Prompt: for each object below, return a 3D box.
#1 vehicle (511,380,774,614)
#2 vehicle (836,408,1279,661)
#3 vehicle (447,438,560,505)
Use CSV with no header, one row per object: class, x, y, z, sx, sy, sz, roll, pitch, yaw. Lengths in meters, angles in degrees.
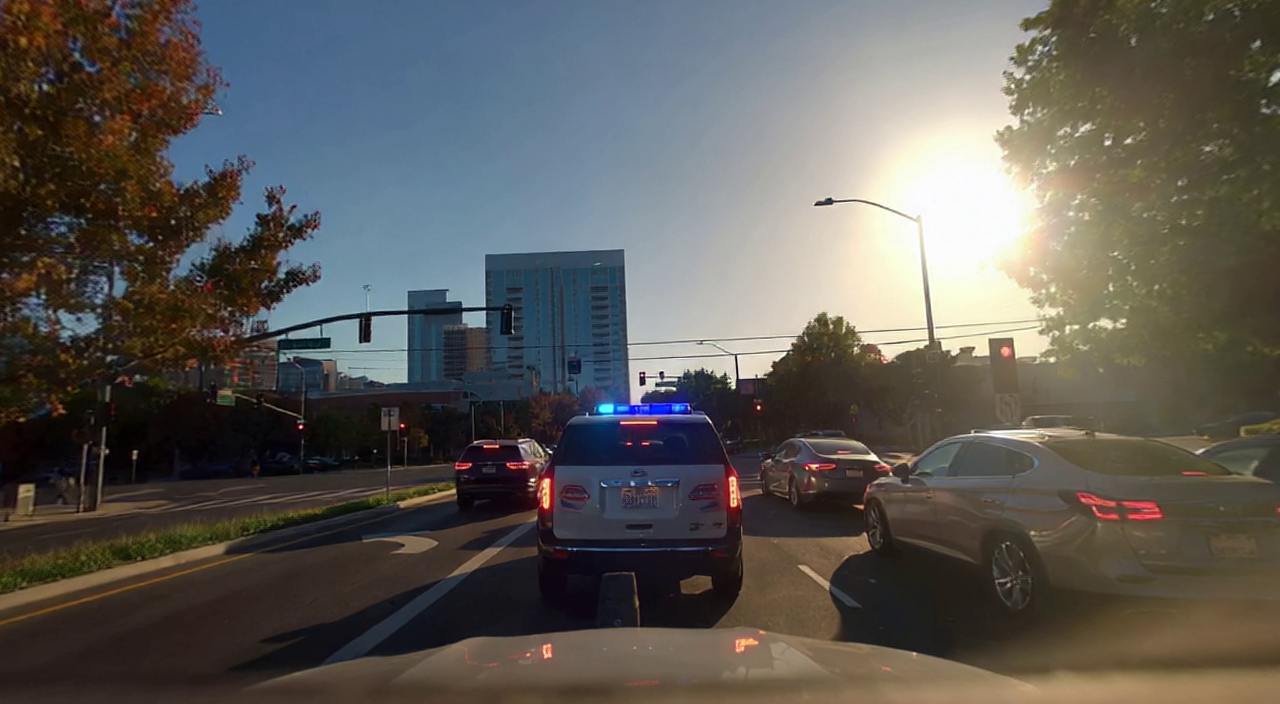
vehicle,-0.030,1.457,7.264,2.038,1.819,4.505,0,-8,-1
vehicle,3.646,1.413,6.077,1.995,1.483,4.533,0,-8,-1
vehicle,-3.306,2.980,16.209,1.913,1.464,4.276,0,-8,0
